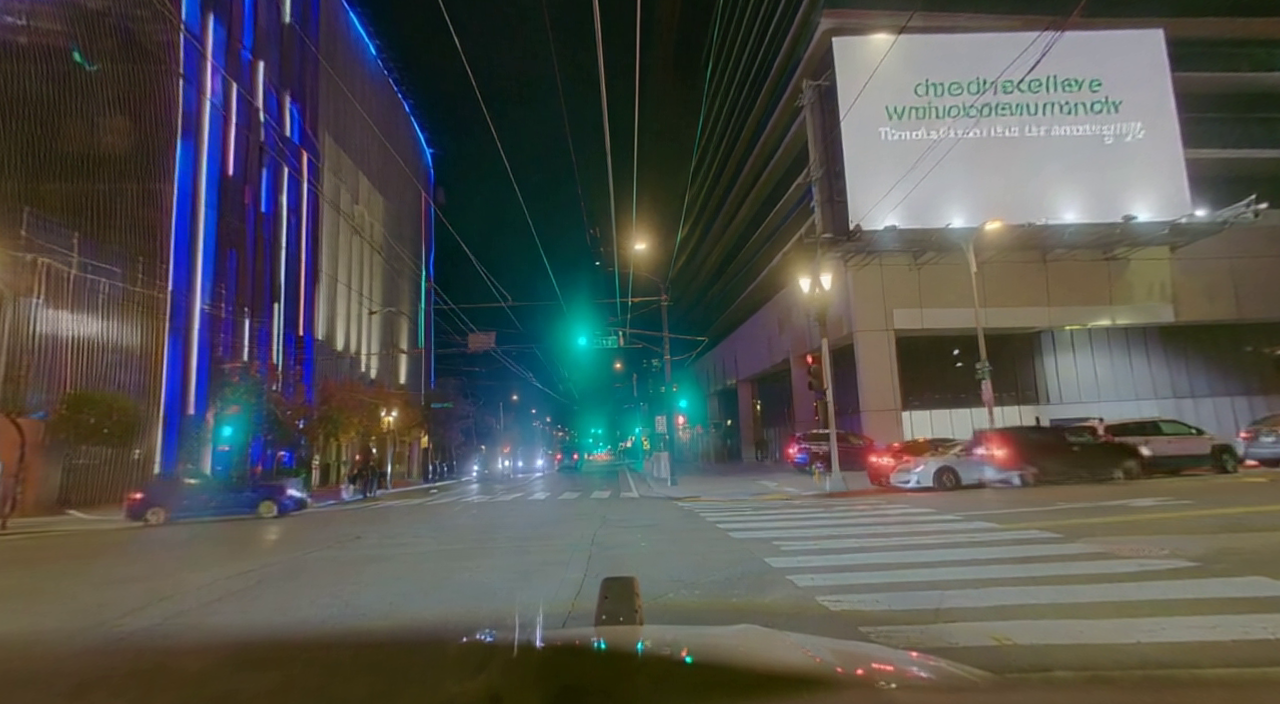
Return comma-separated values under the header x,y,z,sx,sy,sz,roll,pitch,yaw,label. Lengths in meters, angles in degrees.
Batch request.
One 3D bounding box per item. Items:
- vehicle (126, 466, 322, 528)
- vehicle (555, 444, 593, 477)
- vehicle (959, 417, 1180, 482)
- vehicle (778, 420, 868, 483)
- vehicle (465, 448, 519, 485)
x,y,z,sx,sy,sz,roll,pitch,yaw,label
-12.032,4.174,18.659,4.549,1.490,1.797,5,-10,-30,vehicle
-4.046,6.744,39.516,2.137,1.910,5.120,0,-8,-3,vehicle
11.557,2.646,17.233,4.637,1.624,1.927,0,-8,-3,vehicle
7.549,4.104,26.634,2.316,2.425,4.466,1,-7,-2,vehicle
-8.418,6.521,36.293,2.121,1.792,4.510,-3,-8,-2,vehicle
